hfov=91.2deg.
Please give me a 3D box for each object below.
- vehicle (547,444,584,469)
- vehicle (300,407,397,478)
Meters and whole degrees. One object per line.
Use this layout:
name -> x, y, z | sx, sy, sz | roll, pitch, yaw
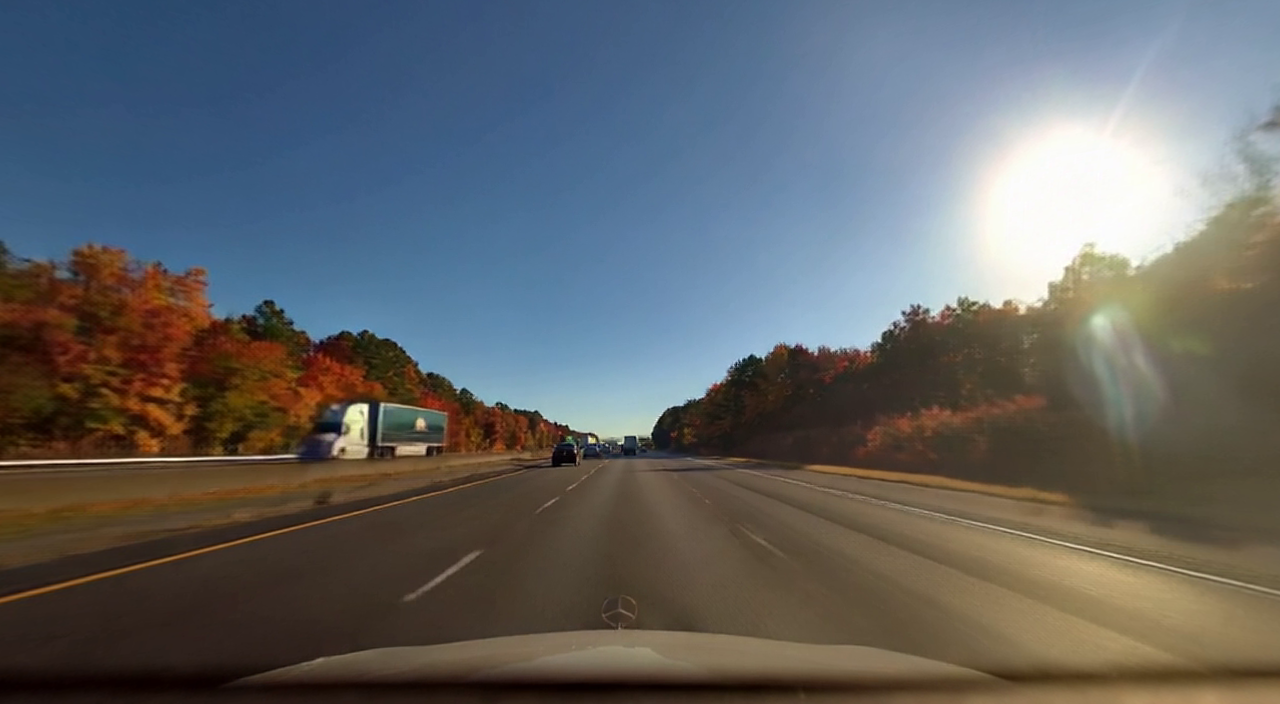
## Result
vehicle -> -4.707, 6.651, 39.973 | 1.963, 1.475, 3.665 | 0, -9, -1
vehicle -> -17.517, 5.523, 38.191 | 2.968, 3.949, 6.095 | 1, -9, -2
